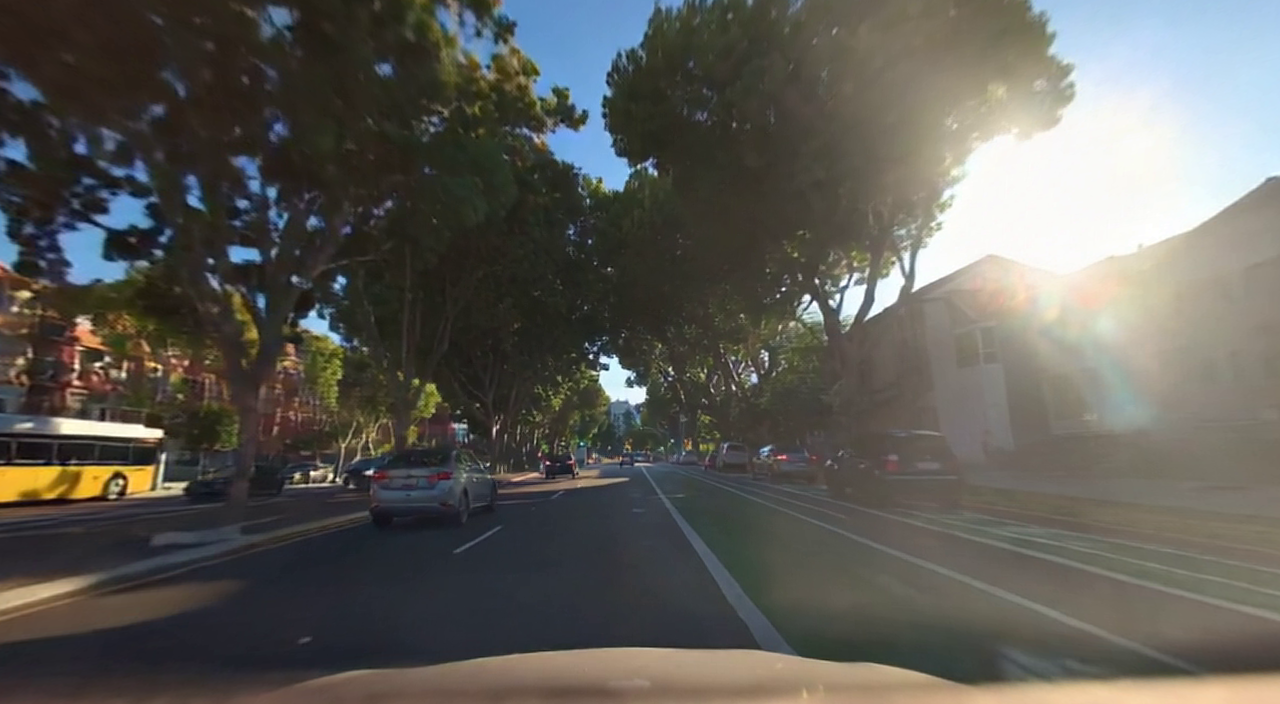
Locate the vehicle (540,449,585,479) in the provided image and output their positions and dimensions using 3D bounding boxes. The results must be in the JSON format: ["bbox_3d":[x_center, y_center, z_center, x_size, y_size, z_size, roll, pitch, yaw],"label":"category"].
[{"bbox_3d":[-4.176,6.124,34.732,1.934,1.522,4.287,0,-9,0],"label":"vehicle"}]

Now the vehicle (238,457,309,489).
[{"bbox_3d":[-20.479,6.761,35.504,1.805,1.616,4.080,0,-9,-6],"label":"vehicle"}]

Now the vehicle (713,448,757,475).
[{"bbox_3d":[5.769,6.708,39.009,1.886,1.530,4.636,0,-9,-2],"label":"vehicle"}]

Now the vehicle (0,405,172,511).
[{"bbox_3d":[-22.142,3.680,21.935,3.231,3.391,10.828,-1,-9,1],"label":"vehicle"}]

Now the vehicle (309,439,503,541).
[{"bbox_3d":[-4.075,2.470,11.959,1.995,1.524,4.438,0,-9,-1],"label":"vehicle"}]

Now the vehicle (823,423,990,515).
[{"bbox_3d":[6.024,2.712,14.986,1.945,1.829,4.305,0,-9,-2],"label":"vehicle"}]
